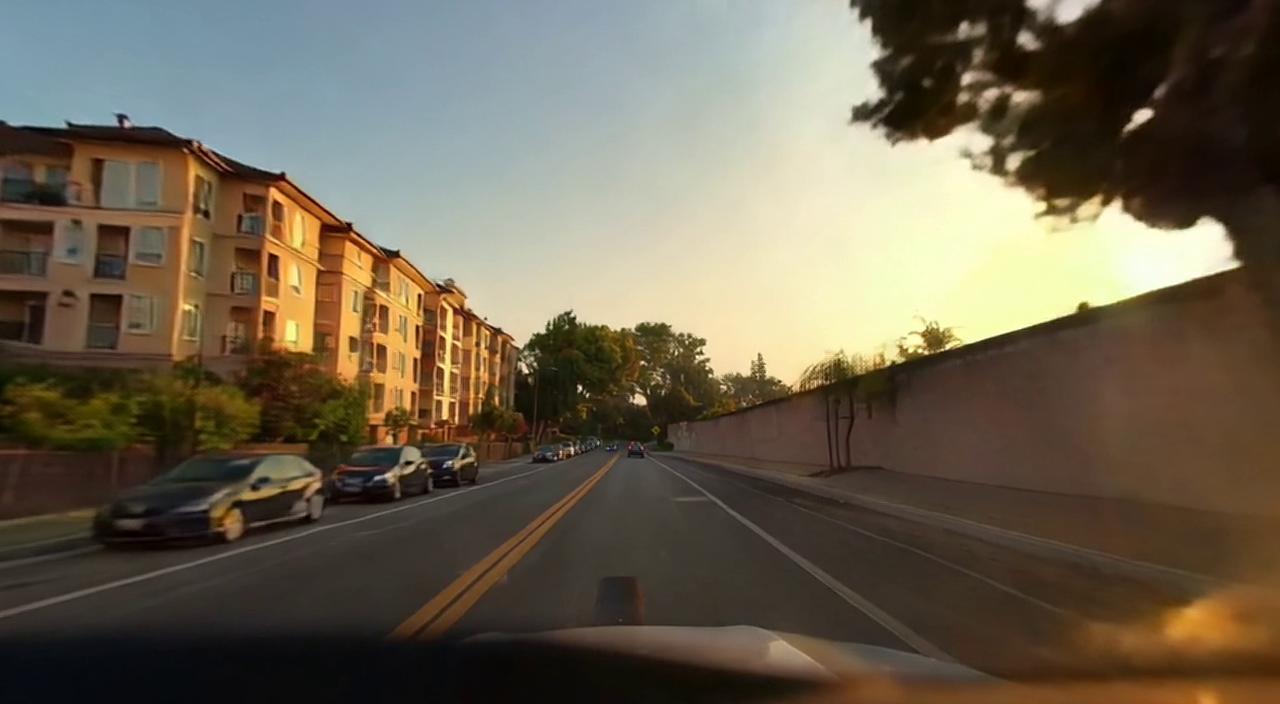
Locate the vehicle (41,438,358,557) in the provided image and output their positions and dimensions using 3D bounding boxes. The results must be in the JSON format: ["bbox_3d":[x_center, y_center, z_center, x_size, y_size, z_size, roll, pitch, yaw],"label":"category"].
[{"bbox_3d":[-6.728,2.199,10.539,1.914,1.417,4.750,3,-8,-1],"label":"vehicle"}]

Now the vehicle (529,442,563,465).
[{"bbox_3d":[-7.184,7.780,48.722,1.913,1.560,4.513,3,-8,0],"label":"vehicle"}]

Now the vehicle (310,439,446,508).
[{"bbox_3d":[-6.772,3.130,16.906,1.773,1.466,4.407,4,-8,-1],"label":"vehicle"}]

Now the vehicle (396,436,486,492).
[{"bbox_3d":[-6.795,3.805,22.012,1.878,1.658,3.827,3,-7,-1],"label":"vehicle"}]
